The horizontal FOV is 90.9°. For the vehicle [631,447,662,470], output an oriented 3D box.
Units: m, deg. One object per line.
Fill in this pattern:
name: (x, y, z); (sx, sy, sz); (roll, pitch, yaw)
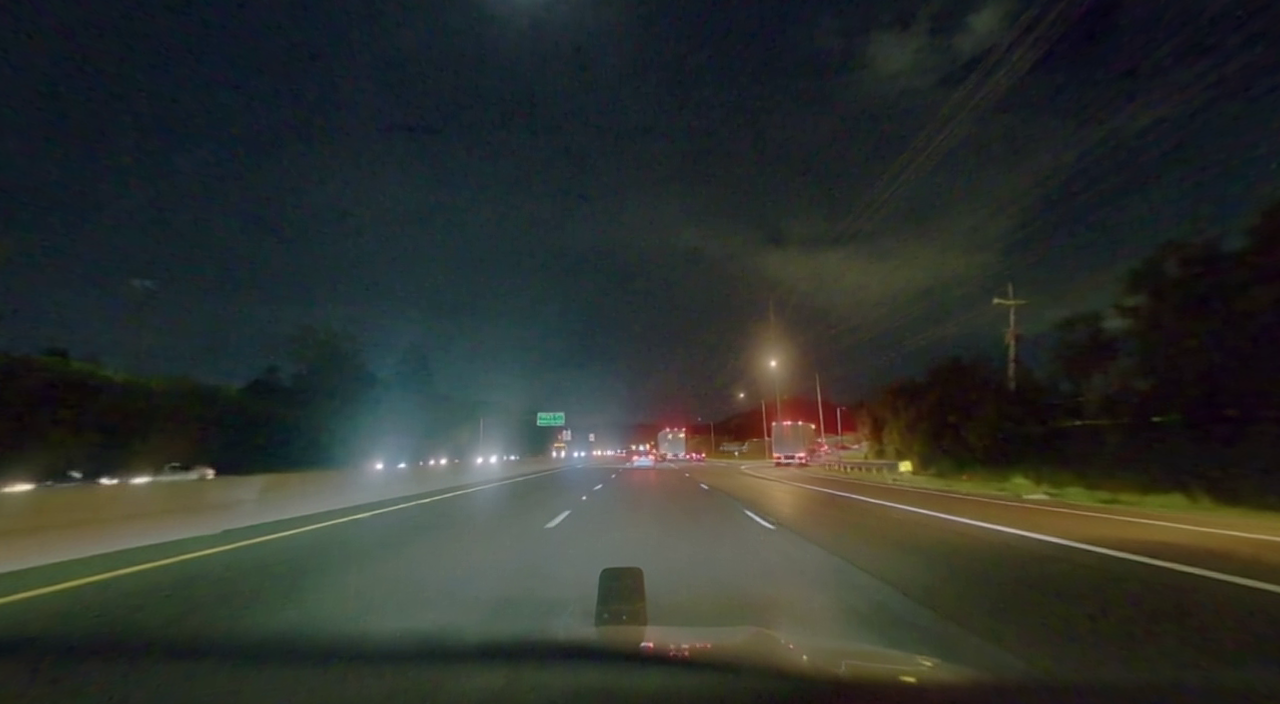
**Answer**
vehicle: (0.479, 7.601, 45.142); (2.111, 1.599, 3.859); (0, -9, 1)

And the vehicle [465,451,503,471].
vehicle: (-11.837, 8.305, 48.048); (1.801, 1.424, 4.135); (0, -9, 1)

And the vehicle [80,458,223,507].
vehicle: (-18.991, 5.055, 24.858); (1.801, 1.638, 4.739); (0, -9, 0)

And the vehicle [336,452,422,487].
vehicle: (-11.604, 5.219, 28.382); (1.903, 1.432, 4.475); (0, -9, 0)

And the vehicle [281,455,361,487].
vehicle: (-16.016, 5.975, 31.901); (1.800, 1.446, 4.274); (0, -9, 0)
